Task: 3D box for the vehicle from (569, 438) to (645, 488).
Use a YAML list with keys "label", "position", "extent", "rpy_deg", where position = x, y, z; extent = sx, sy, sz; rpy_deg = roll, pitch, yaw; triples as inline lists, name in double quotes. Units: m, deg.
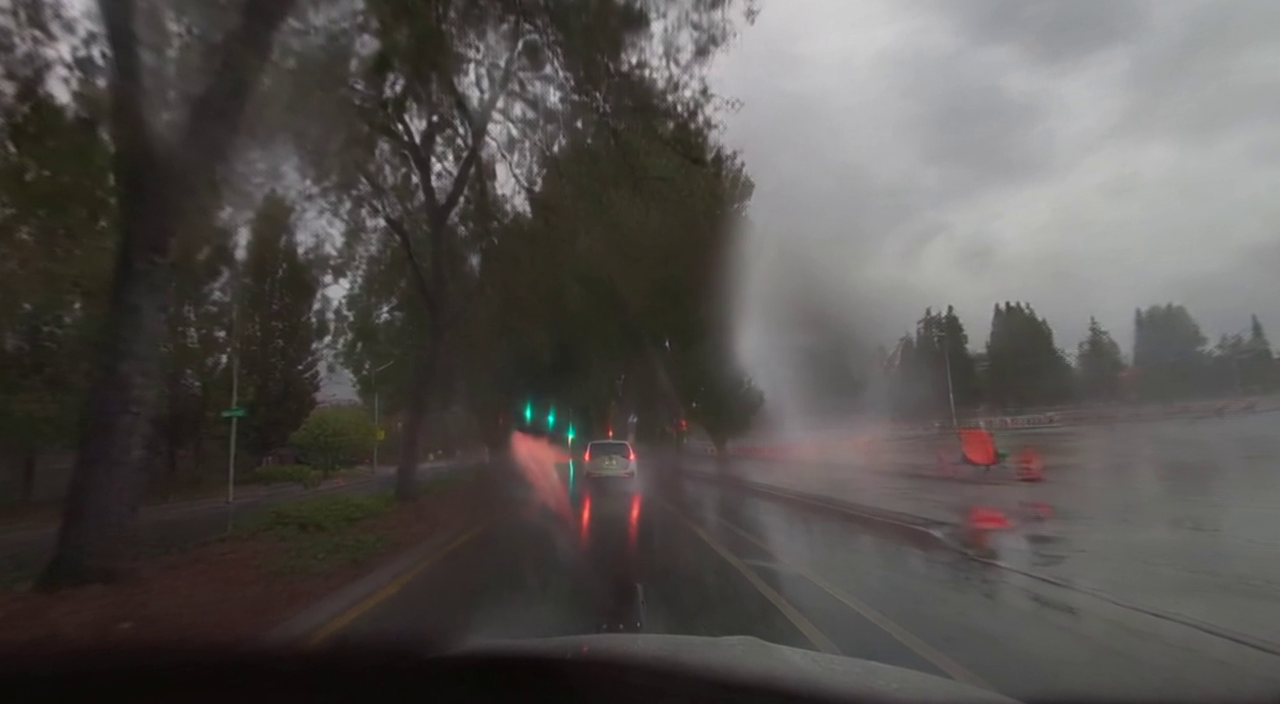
- label: "vehicle"
  position: [-1.269, 3.764, 21.829]
  extent: [2.266, 1.508, 4.430]
  rpy_deg: [1, -8, -7]
